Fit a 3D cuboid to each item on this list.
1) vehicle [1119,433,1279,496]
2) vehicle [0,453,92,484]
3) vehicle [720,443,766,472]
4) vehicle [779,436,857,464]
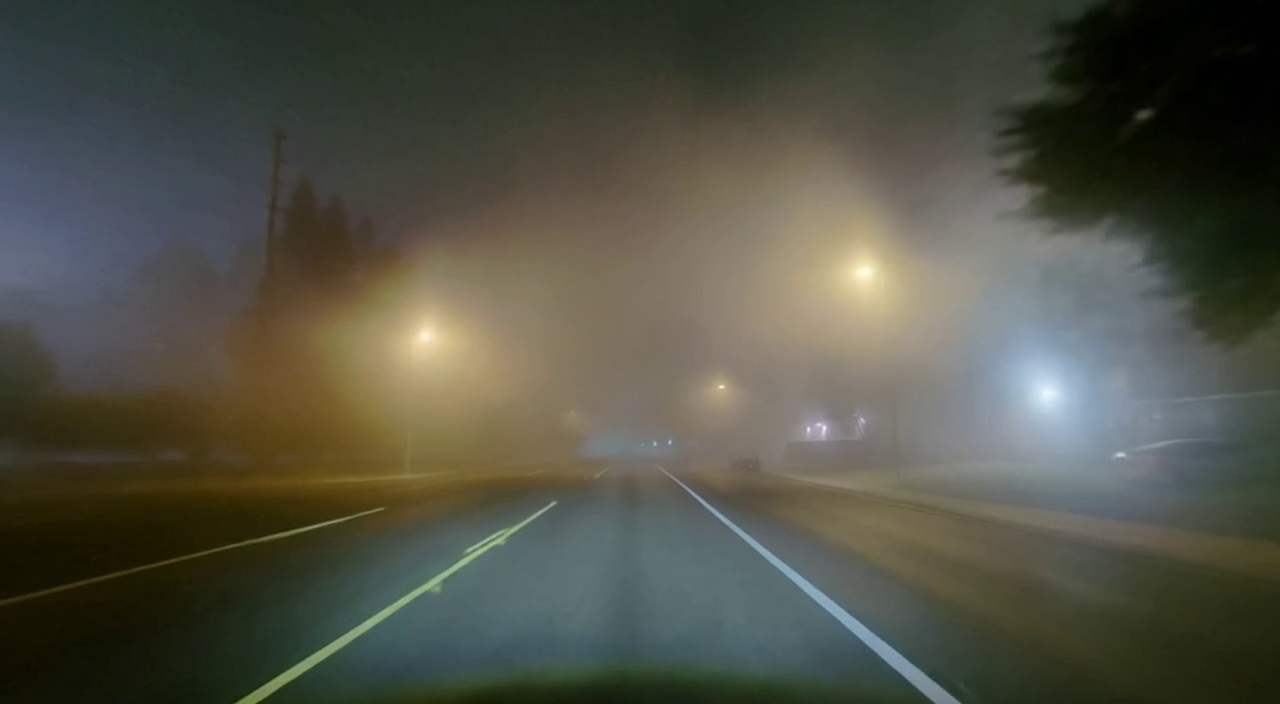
[{"bbox_3d":[15.142,2.902,16.471,3.709,1.509,1.873,-1,-9,0],"label":"vehicle"},{"bbox_3d":[-31.996,6.141,33.476,1.866,1.469,4.473,-1,-9,0],"label":"vehicle"},{"bbox_3d":[6.573,6.774,40.742,2.043,1.747,4.680,0,-9,-2],"label":"vehicle"},{"bbox_3d":[12.850,7.111,45.951,5.037,1.925,2.021,-1,-9,3],"label":"vehicle"}]
